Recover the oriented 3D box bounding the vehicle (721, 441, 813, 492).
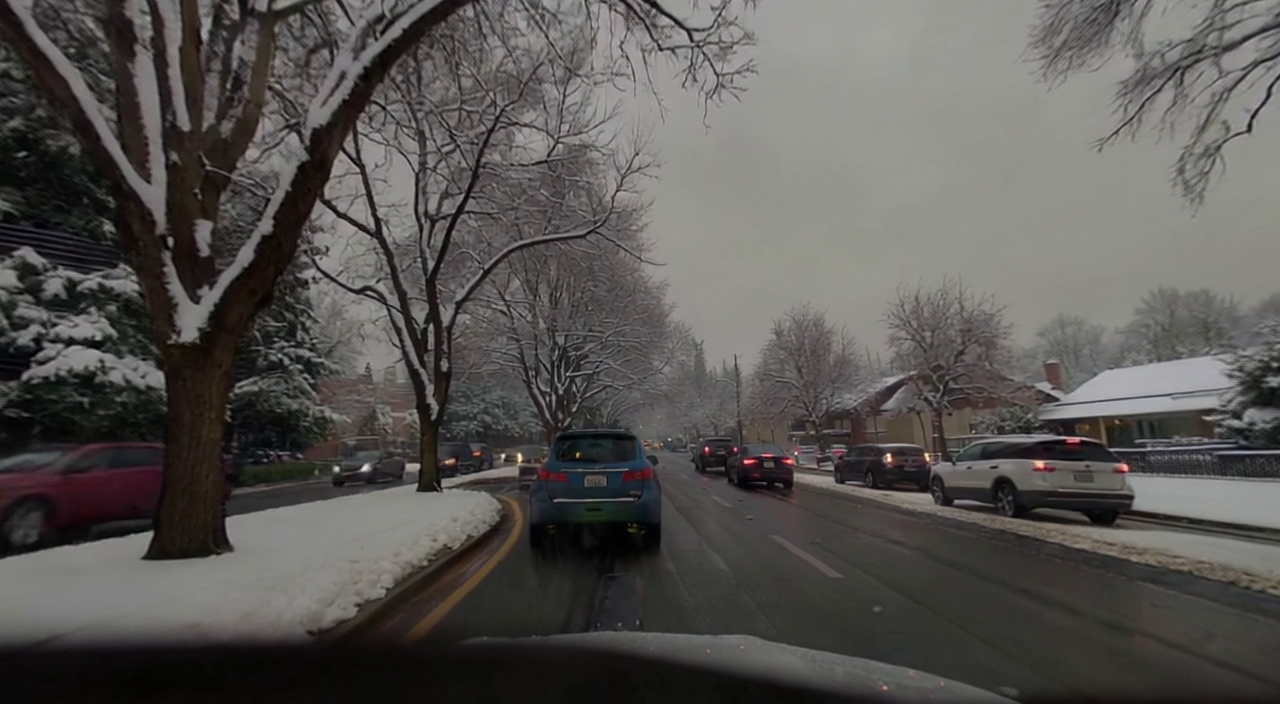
[{"bbox_3d":[3.993,3.675,20.757,2.175,1.477,4.520,0,-8,1],"label":"vehicle"}]

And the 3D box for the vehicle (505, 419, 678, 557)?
[{"bbox_3d":[-0.728,1.934,9.639,2.106,1.655,3.717,1,-8,-5],"label":"vehicle"}]

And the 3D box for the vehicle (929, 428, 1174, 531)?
[{"bbox_3d":[7.866,2.449,12.757,2.168,1.709,4.289,0,-8,2],"label":"vehicle"}]

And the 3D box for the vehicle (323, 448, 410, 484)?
[{"bbox_3d":[-11.926,4.991,27.947,1.866,1.404,4.507,0,-8,0],"label":"vehicle"}]

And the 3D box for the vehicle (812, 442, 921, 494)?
[{"bbox_3d":[7.242,3.736,20.760,1.977,1.485,4.308,0,-8,0],"label":"vehicle"}]

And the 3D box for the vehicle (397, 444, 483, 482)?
[{"bbox_3d":[-8.284,4.617,26.640,2.039,1.466,4.553,0,-8,1],"label":"vehicle"}]

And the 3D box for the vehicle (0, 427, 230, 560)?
[{"bbox_3d":[-8.879,2.091,10.074,1.920,1.663,4.036,0,-8,0],"label":"vehicle"}]

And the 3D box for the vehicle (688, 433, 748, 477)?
[{"bbox_3d":[3.516,4.709,29.224,2.114,1.846,4.659,0,-8,-1],"label":"vehicle"}]
